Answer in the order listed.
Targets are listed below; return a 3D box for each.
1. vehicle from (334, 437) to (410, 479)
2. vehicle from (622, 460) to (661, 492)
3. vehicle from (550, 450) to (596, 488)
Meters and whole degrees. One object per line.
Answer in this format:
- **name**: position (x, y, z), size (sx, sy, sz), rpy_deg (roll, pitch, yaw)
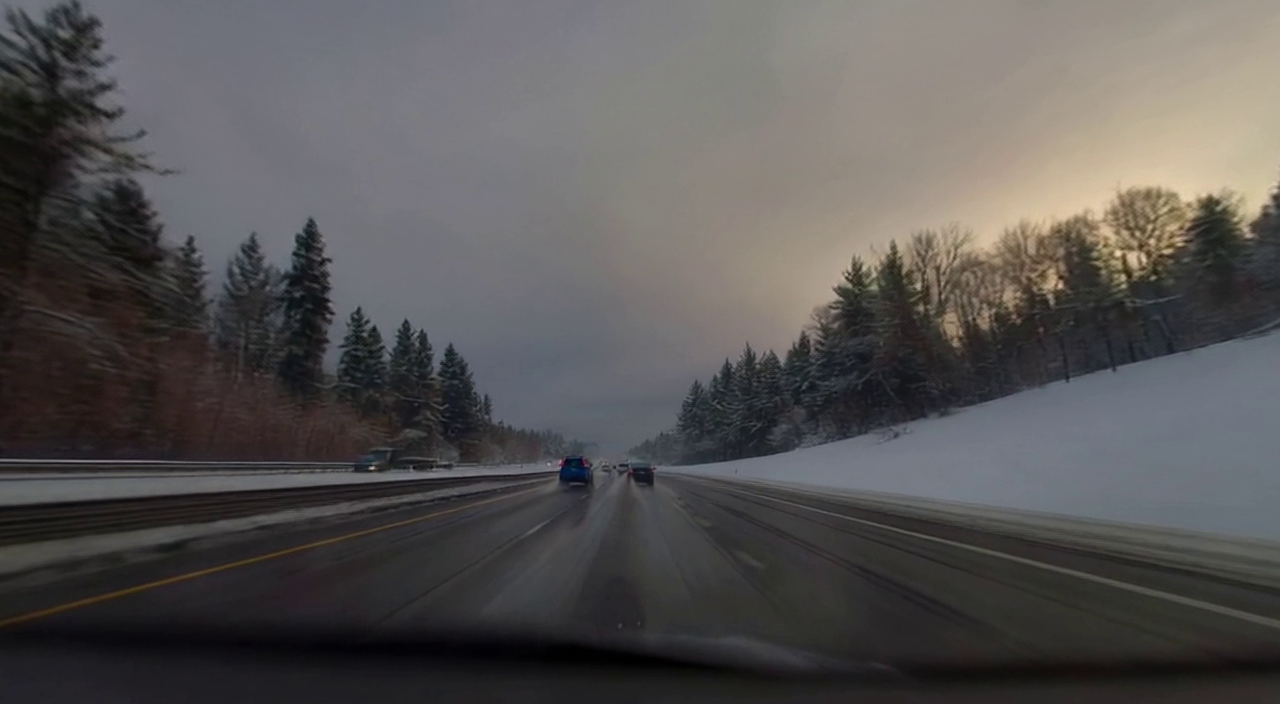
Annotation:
- **vehicle**: position (-17.865, 7.198, 42.477), size (2.332, 2.573, 6.387), rpy_deg (1, -10, -1)
- **vehicle**: position (0.052, 6.460, 32.897), size (1.905, 1.559, 3.491), rpy_deg (1, -10, -1)
- **vehicle**: position (-3.989, 7.095, 38.262), size (2.237, 2.113, 4.815), rpy_deg (1, -10, 0)
